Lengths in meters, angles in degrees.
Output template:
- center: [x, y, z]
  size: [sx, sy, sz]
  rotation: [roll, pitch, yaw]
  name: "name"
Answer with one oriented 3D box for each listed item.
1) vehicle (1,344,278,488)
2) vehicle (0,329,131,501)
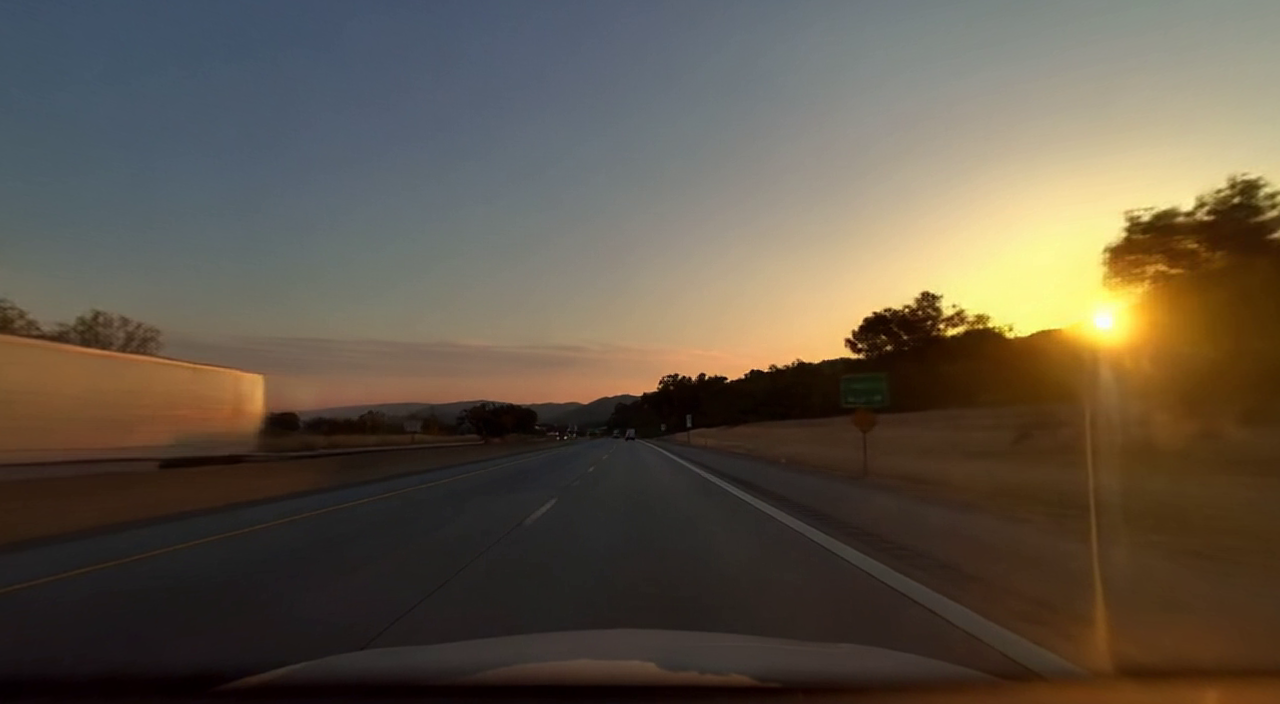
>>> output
- center: [-17.050, 2.419, 22.665]
  size: [2.893, 4.181, 8.544]
  rotation: [0, -8, -1]
  name: "vehicle"
- center: [-16.882, 1.253, 13.140]
  size: [3.032, 4.098, 11.458]
  rotation: [0, -8, -1]
  name: "vehicle"
